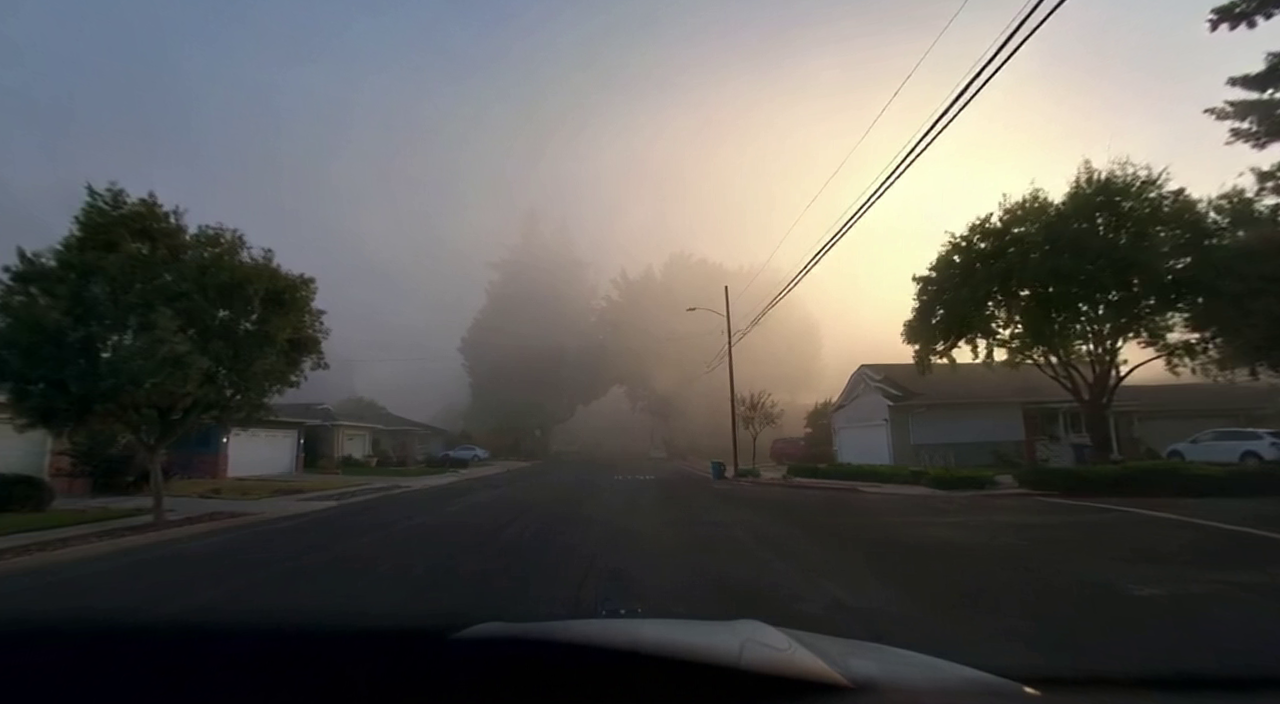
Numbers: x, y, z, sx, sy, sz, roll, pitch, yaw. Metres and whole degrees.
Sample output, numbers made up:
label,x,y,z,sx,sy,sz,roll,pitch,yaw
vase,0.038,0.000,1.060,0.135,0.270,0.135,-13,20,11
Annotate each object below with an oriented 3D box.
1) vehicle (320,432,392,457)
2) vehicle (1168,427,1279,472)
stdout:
label,x,y,z,sx,sy,sz,roll,pitch,yaw
vehicle,-19.424,6.352,43.413,4.093,1.661,1.765,0,-9,-6
vehicle,23.512,3.789,24.655,1.836,1.588,4.419,0,-9,-2
